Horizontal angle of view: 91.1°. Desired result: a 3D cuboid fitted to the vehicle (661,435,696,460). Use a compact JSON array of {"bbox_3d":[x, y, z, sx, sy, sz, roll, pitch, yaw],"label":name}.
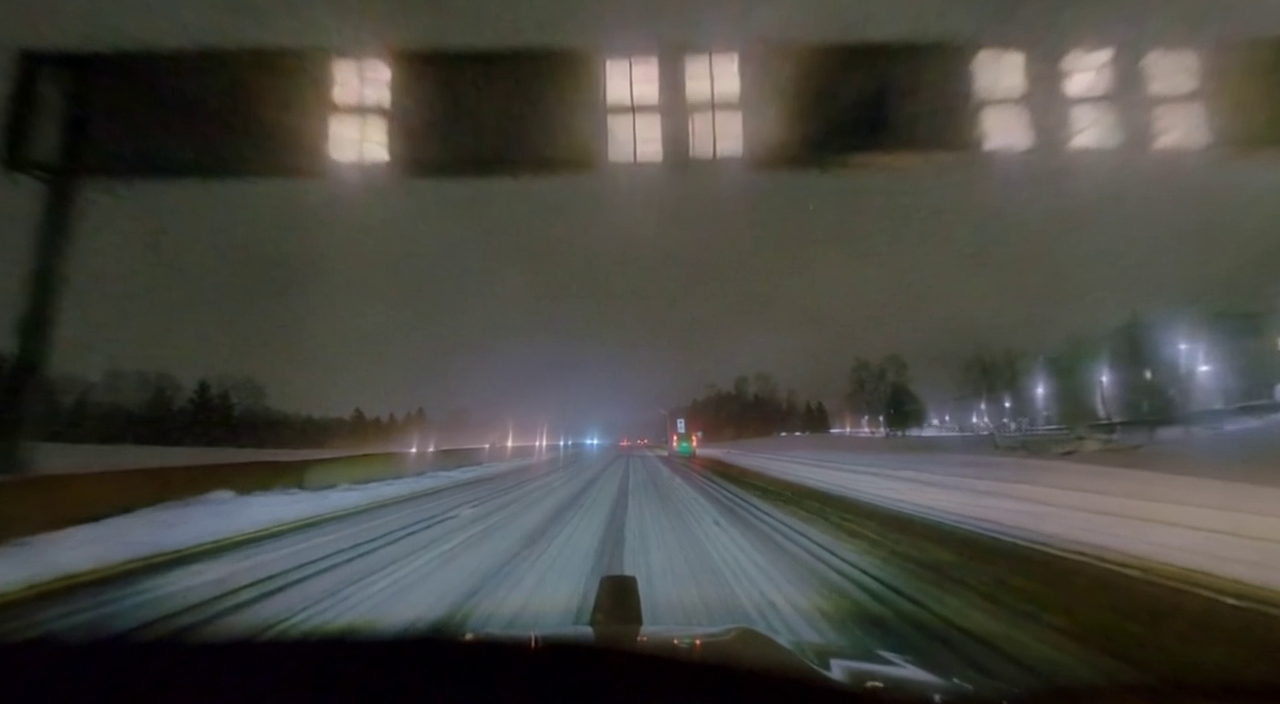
[{"bbox_3d":[2.406,6.069,39.983,1.946,1.481,3.969,0,-8,0],"label":"vehicle"}]
